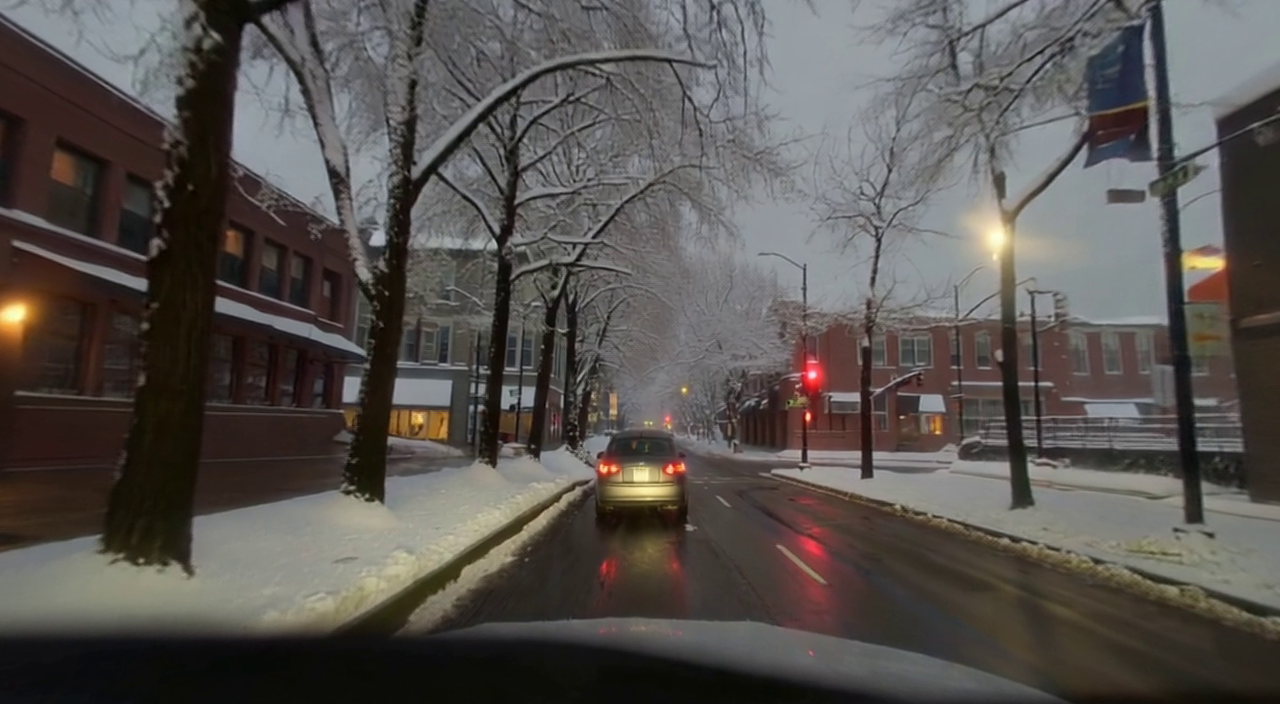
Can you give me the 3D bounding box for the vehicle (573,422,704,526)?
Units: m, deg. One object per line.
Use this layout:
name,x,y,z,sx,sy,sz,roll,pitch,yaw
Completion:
vehicle,-0.073,2.219,11.966,2.079,1.621,3.861,0,-8,-1
